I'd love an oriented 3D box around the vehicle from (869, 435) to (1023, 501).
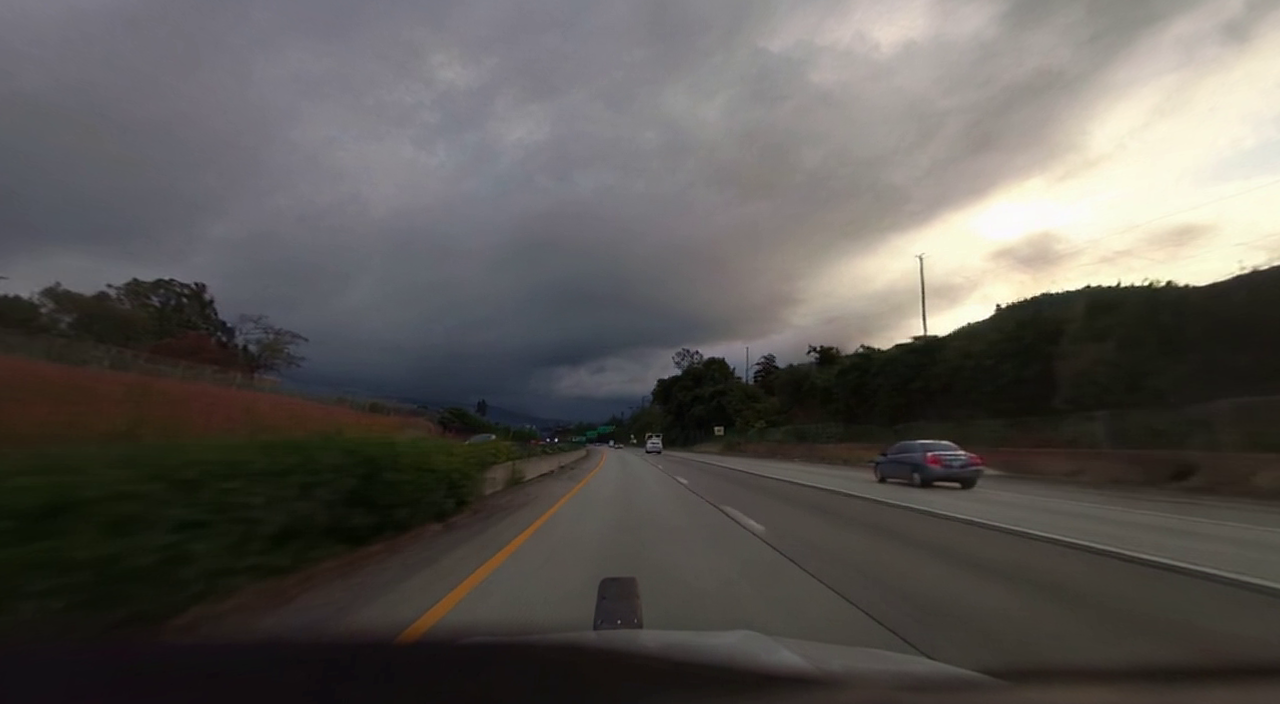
[{"bbox_3d":[7.624,2.907,16.169,1.942,1.462,3.926,0,-9,0],"label":"vehicle"}]
